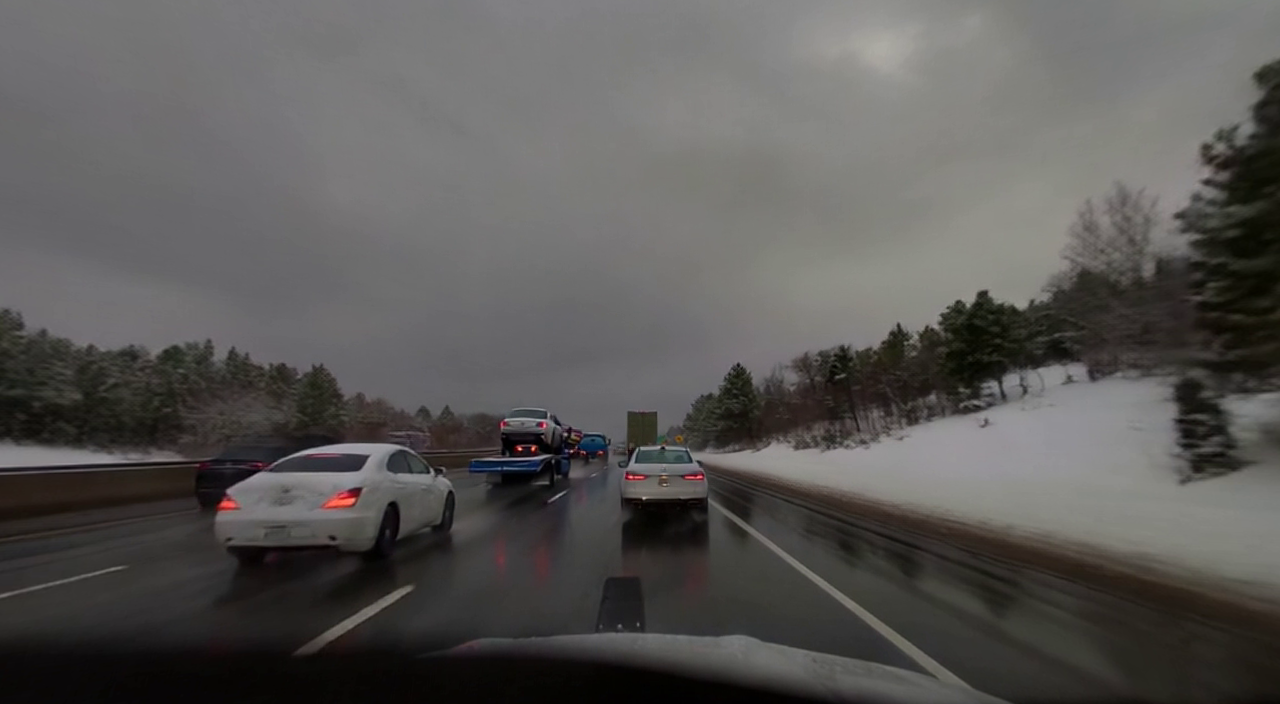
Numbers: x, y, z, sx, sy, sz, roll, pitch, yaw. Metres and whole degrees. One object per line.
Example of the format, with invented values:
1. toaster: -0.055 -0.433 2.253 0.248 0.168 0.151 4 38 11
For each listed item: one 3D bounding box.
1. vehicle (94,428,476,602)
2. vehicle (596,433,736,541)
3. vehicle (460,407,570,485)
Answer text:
1. vehicle: -3.656 1.751 7.736 1.947 1.470 4.526 0 -9 2
2. vehicle: 0.378 2.187 10.736 1.991 1.507 3.391 0 -9 0
3. vehicle: -2.776 2.235 14.994 2.031 1.594 4.103 0 -9 -4
